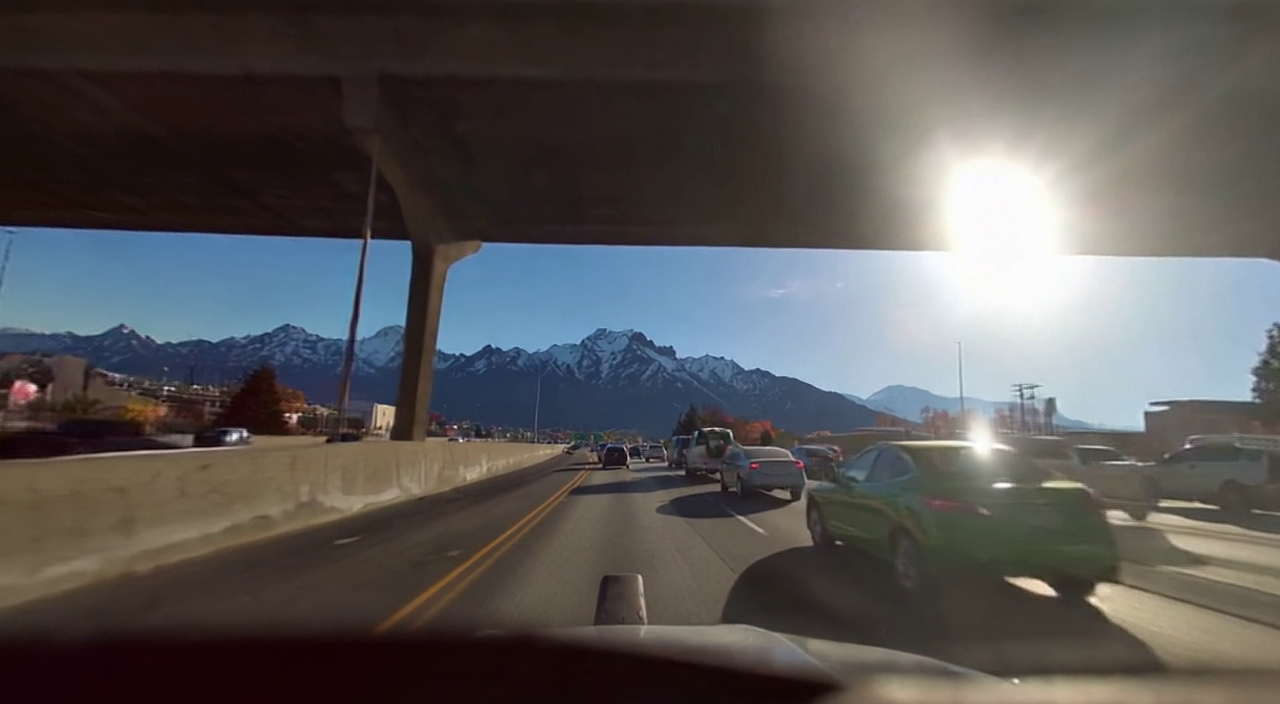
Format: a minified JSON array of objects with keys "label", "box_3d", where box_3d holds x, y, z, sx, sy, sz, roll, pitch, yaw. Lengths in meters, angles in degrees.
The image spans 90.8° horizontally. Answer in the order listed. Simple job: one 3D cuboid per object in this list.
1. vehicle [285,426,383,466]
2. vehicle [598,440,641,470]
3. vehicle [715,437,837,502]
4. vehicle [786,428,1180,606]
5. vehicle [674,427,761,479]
[{"label":"vehicle","box_3d":[-12.582,3.924,26.359,2.045,1.499,4.501,0,-8,-3]},{"label":"vehicle","box_3d":[-1.160,5.720,35.398,2.266,1.549,3.978,0,-8,-2]},{"label":"vehicle","box_3d":[3.477,3.103,17.276,2.048,1.497,4.952,0,-8,-2]},{"label":"vehicle","box_3d":[3.409,1.715,7.638,2.074,1.455,4.646,0,-8,-1]},{"label":"vehicle","box_3d":[3.289,4.530,28.650,2.747,2.061,7.011,0,-8,-3]}]
